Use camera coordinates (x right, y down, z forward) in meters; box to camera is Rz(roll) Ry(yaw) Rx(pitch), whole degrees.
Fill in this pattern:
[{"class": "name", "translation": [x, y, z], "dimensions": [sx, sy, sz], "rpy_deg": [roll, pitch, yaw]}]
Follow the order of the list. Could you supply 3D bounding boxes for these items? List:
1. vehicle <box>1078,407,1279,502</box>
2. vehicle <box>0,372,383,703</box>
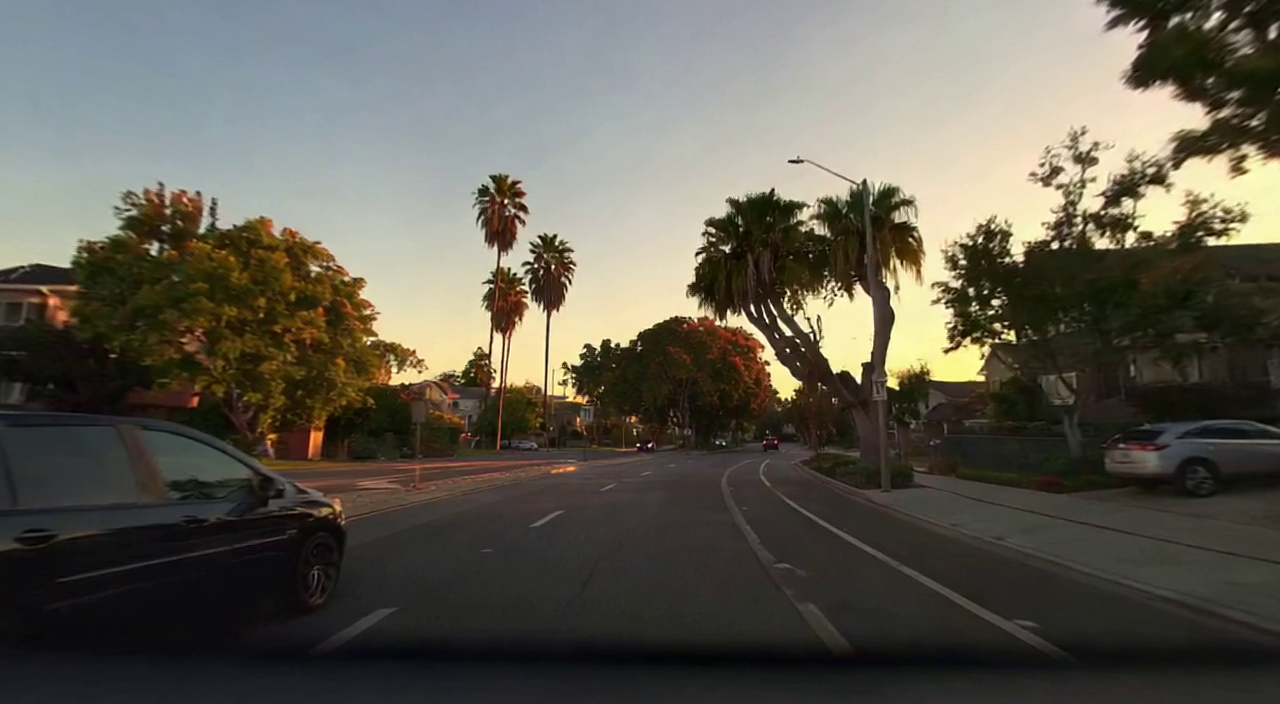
[{"class": "vehicle", "translation": [12.220, 2.099, 13.040], "dimensions": [4.620, 1.782, 2.139], "rpy_deg": [0, -9, 2]}, {"class": "vehicle", "translation": [-3.486, 0.966, 3.333], "dimensions": [2.075, 1.498, 4.730], "rpy_deg": [0, -9, 3]}]
